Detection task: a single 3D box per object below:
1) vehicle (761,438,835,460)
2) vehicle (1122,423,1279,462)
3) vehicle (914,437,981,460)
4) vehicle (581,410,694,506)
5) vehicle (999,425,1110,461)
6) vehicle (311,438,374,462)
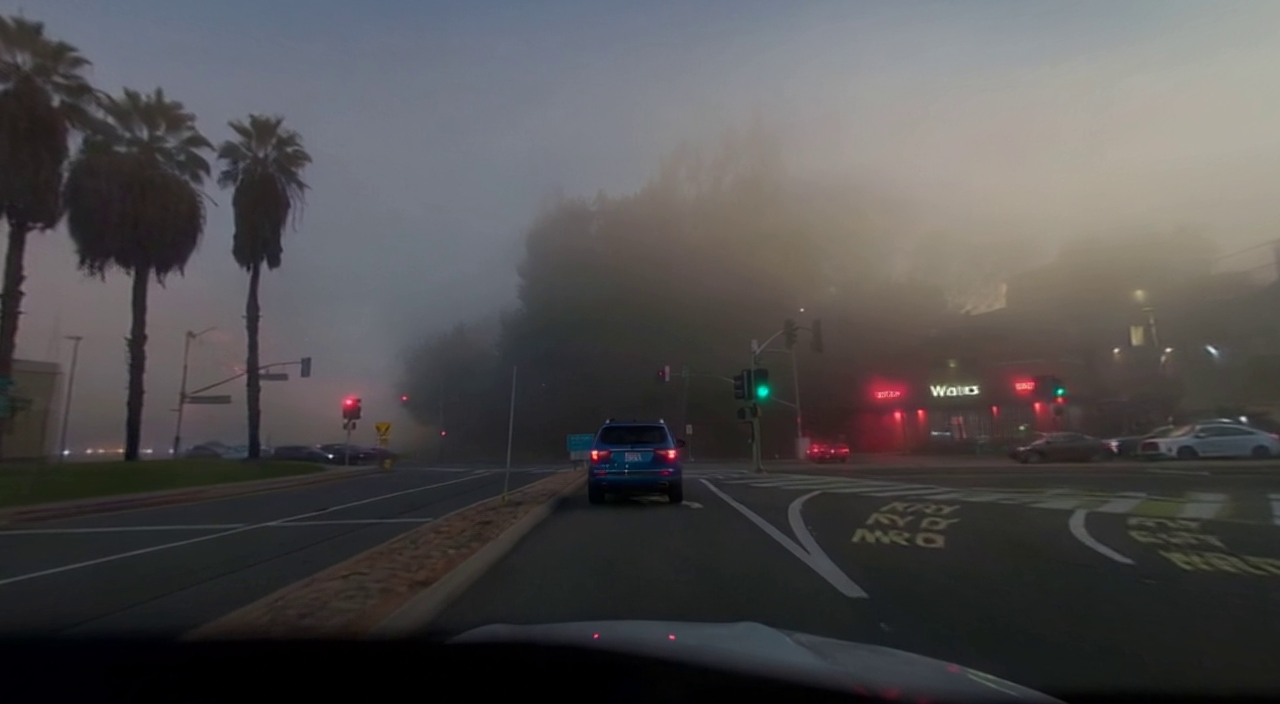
[{"bbox_3d":[11.069,6.778,44.380,4.665,1.467,1.833,-6,-10,34],"label":"vehicle"},{"bbox_3d":[28.816,4.714,32.761,5.809,1.839,1.957,-6,-10,34],"label":"vehicle"},{"bbox_3d":[20.514,6.416,42.124,3.809,1.435,1.690,-5,-10,31],"label":"vehicle"},{"bbox_3d":[-0.035,2.499,15.206,2.263,1.932,4.709,0,-8,0],"label":"vehicle"},{"bbox_3d":[21.761,4.813,33.348,4.641,1.778,1.958,-5,-10,32],"label":"vehicle"},{"bbox_3d":[-22.247,7.295,47.147,4.790,1.687,1.969,-6,-10,33],"label":"vehicle"}]
